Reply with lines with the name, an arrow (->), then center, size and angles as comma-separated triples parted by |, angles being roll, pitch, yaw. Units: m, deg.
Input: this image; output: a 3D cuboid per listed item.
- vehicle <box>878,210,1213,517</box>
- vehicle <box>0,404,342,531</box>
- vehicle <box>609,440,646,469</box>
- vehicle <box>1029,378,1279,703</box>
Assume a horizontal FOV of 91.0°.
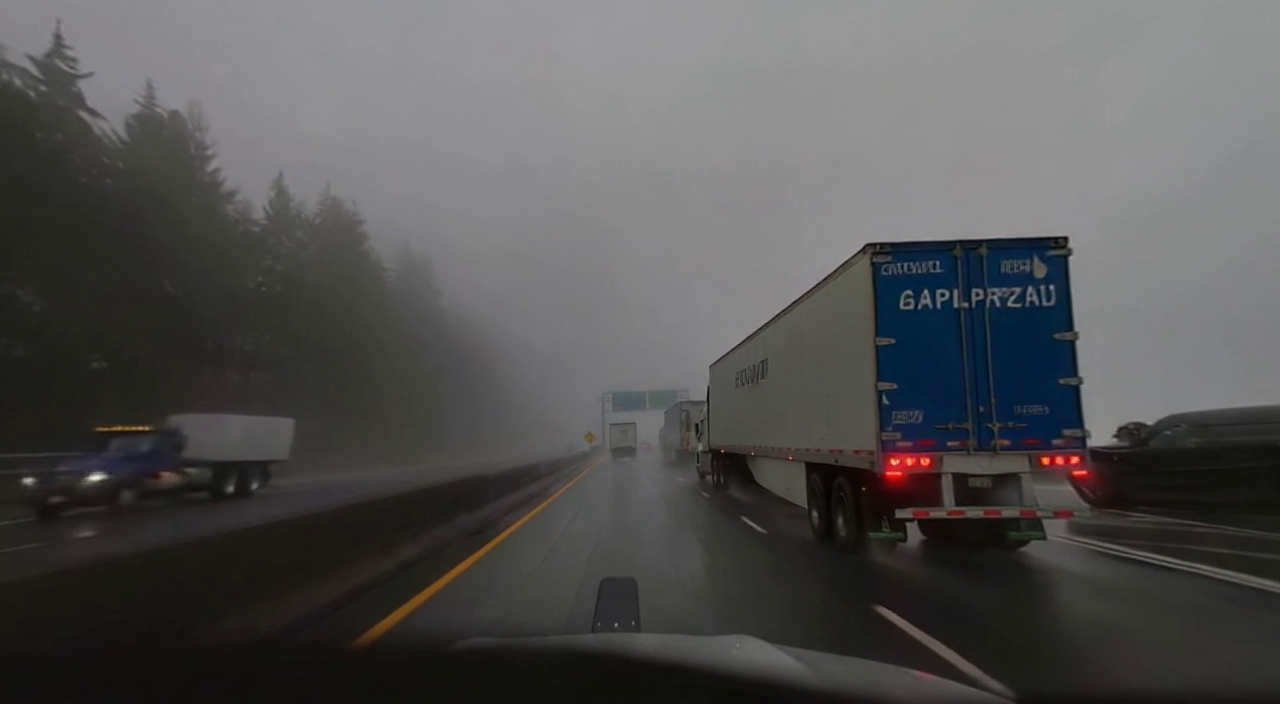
vehicle -> 4.362, 0.197, 7.252 | 2.244, 3.047, 2.035 | 0, -8, -2
vehicle -> -12.163, 3.098, 18.020 | 2.774, 2.621, 9.453 | -1, -8, -1
vehicle -> -0.725, 5.667, 35.099 | 1.943, 1.491, 3.459 | 0, -8, -2
vehicle -> 4.657, 1.015, 3.776 | 4.253, 1.543, 2.045 | 4, -9, -30
